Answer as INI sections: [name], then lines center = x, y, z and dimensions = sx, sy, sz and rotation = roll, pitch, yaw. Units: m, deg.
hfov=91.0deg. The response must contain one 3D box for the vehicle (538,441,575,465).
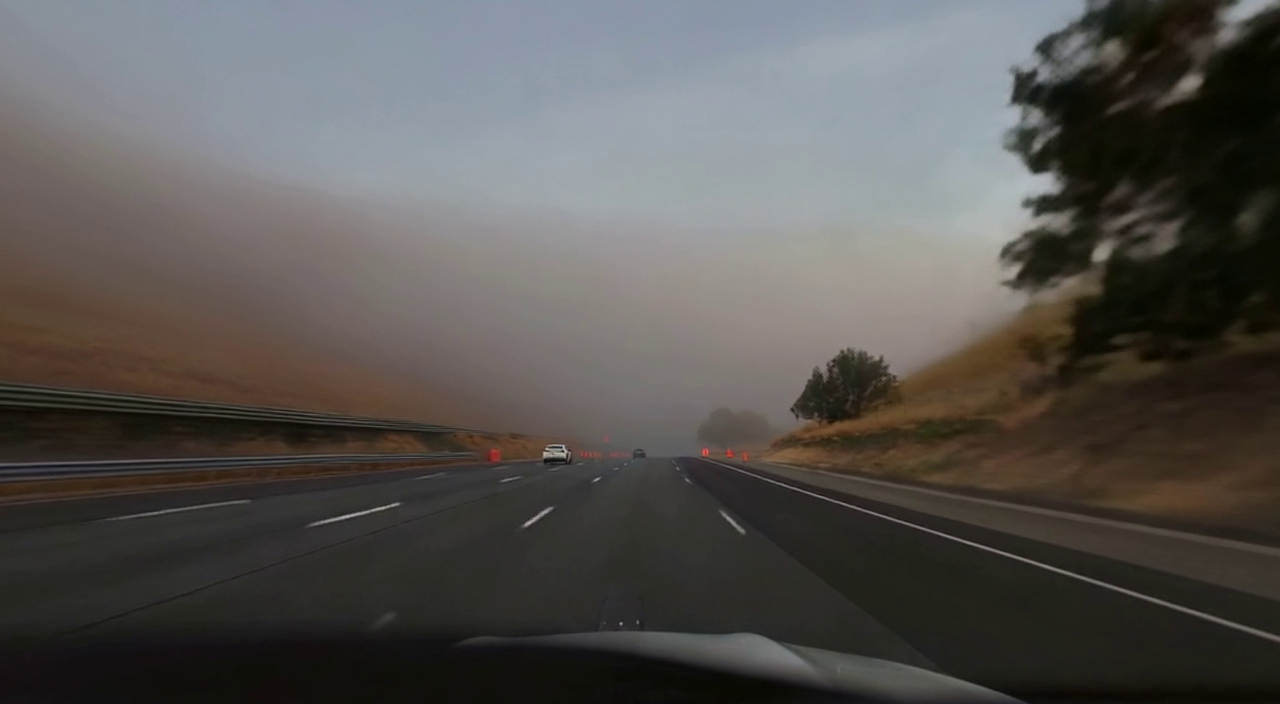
[vehicle]
center = -6.013, 7.350, 45.891
dimensions = 2.042, 1.585, 4.162
rotation = 0, -9, 2
